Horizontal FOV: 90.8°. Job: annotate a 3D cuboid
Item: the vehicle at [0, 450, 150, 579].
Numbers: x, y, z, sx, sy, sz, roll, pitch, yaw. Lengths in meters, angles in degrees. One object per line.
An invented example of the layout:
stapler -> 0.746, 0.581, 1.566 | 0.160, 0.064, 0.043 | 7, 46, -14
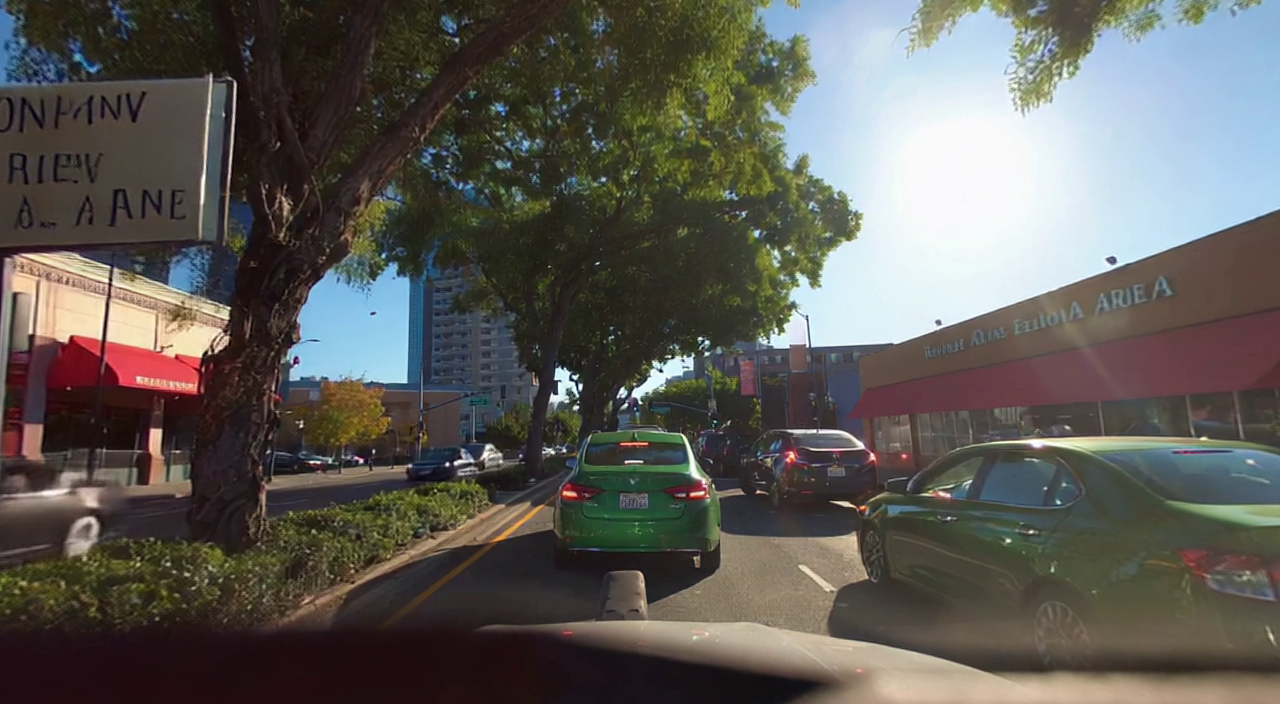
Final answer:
vehicle -> -8.109, 1.825, 7.033 | 1.850, 1.417, 4.321 | 0, -9, 0

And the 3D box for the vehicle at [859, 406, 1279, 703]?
vehicle -> 3.303, 1.255, 4.484 | 1.988, 1.480, 4.195 | 0, -9, 0

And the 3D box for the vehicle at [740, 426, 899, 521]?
vehicle -> 3.535, 2.481, 13.425 | 2.025, 1.660, 4.263 | 0, -9, -1

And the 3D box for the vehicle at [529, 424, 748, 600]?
vehicle -> -0.025, 1.652, 7.293 | 1.887, 1.487, 3.535 | 0, -9, 0

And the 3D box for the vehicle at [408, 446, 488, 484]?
vehicle -> -8.275, 4.897, 27.679 | 2.169, 1.477, 4.168 | 0, -9, 0
